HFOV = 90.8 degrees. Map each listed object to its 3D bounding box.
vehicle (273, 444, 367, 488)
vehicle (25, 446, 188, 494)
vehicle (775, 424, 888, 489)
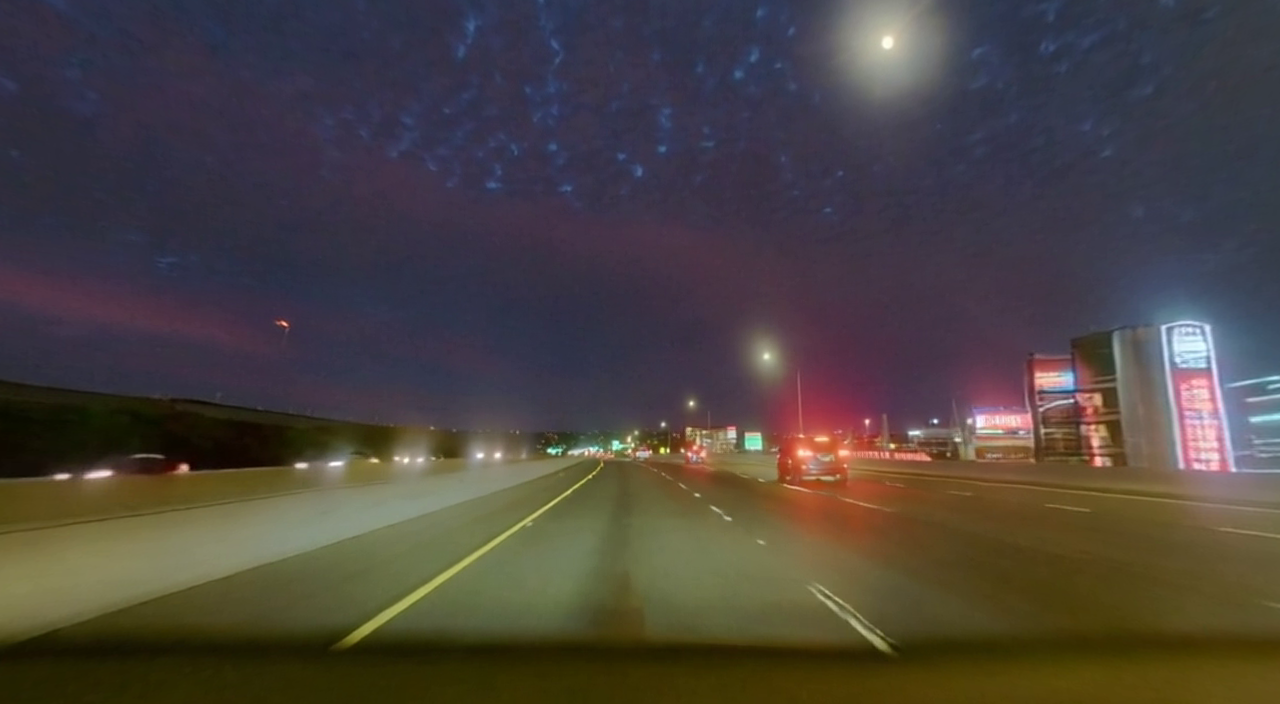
[{"bbox_3d":[-13.271,4.700,26.460,1.828,1.562,4.063,-2,-8,0],"label":"vehicle"},{"bbox_3d":[-20.512,4.530,24.677,2.089,1.643,4.979,0,-9,-1],"label":"vehicle"},{"bbox_3d":[6.446,3.589,22.011,2.181,1.952,4.973,0,-9,-2],"label":"vehicle"}]
